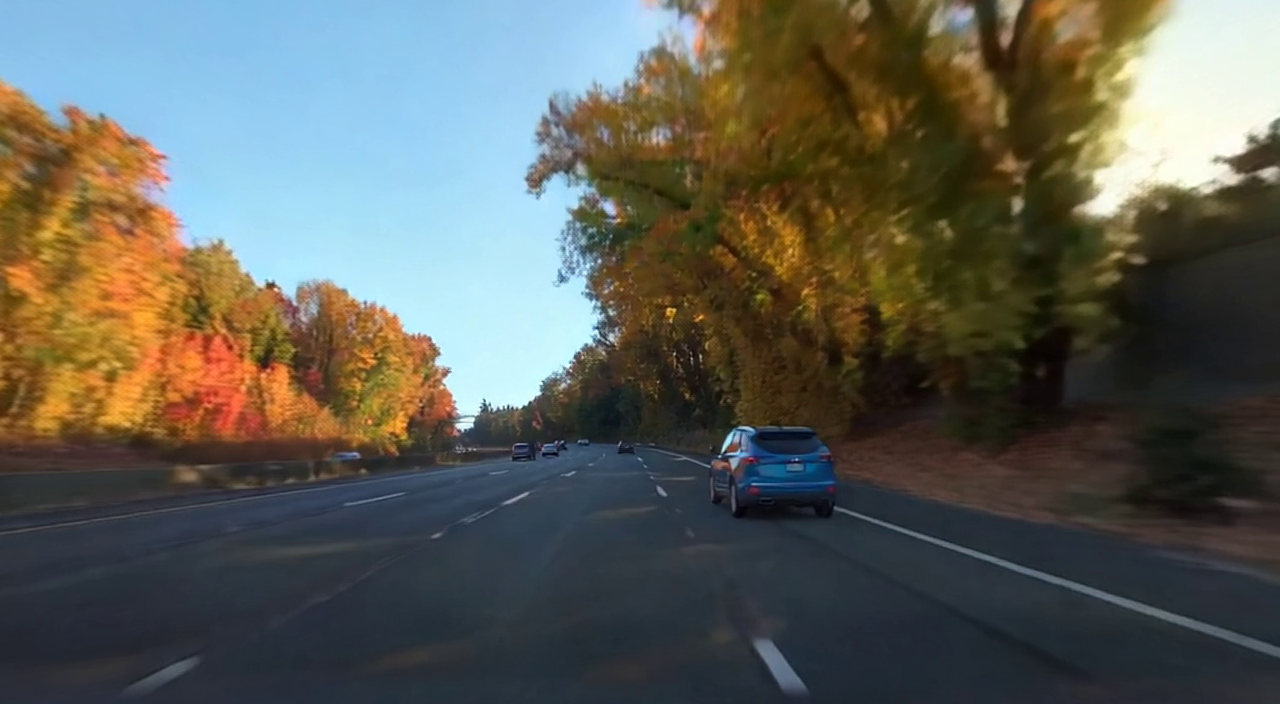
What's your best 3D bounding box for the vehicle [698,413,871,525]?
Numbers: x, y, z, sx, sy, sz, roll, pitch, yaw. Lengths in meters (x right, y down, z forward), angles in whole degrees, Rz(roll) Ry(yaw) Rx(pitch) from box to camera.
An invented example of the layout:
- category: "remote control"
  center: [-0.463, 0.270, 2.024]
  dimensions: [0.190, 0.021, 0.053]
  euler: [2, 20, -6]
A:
- category: "vehicle"
  center: [2.406, 2.099, 11.814]
  dimensions: [2.120, 1.706, 4.226]
  euler: [0, -8, -2]
